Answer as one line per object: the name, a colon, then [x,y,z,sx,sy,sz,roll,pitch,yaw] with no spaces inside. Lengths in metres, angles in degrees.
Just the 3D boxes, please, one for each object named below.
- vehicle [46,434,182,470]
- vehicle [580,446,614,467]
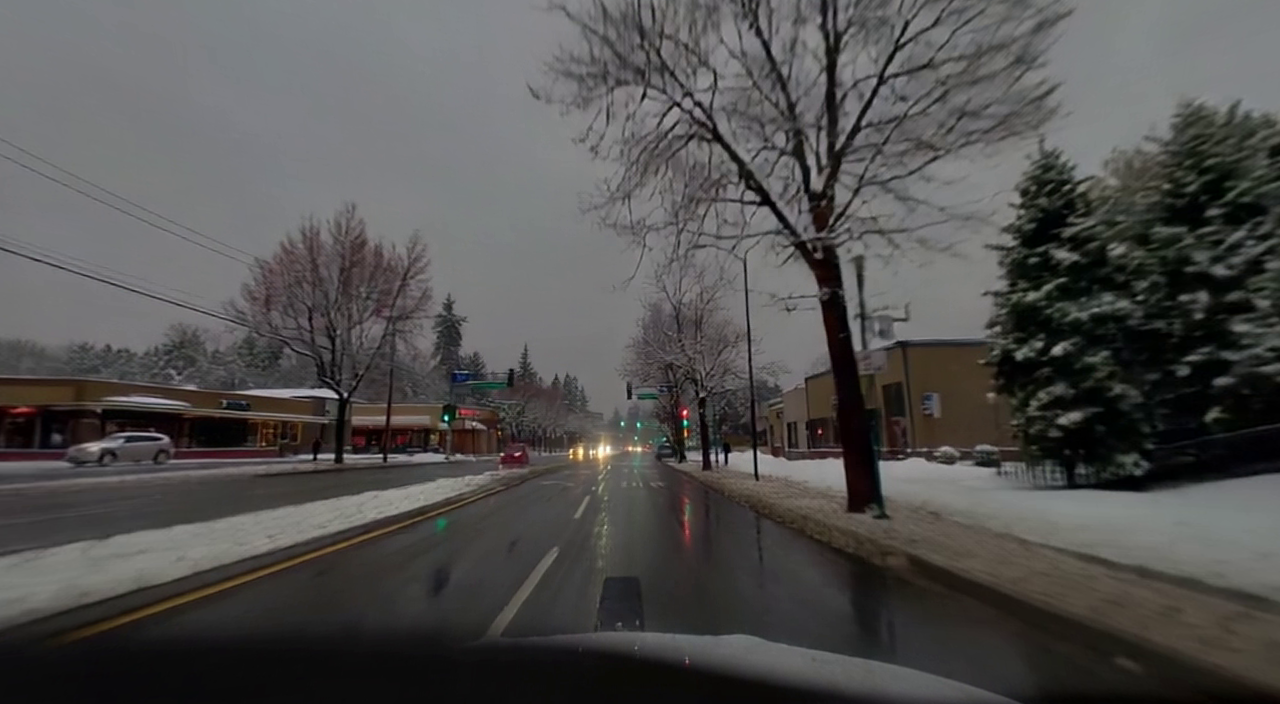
vehicle: [-23.954,4.603,29.061,1.926,1.425,4.750,-2,-9,4]
vehicle: [-3.044,7.549,45.954,2.122,1.469,4.388,0,-8,1]
